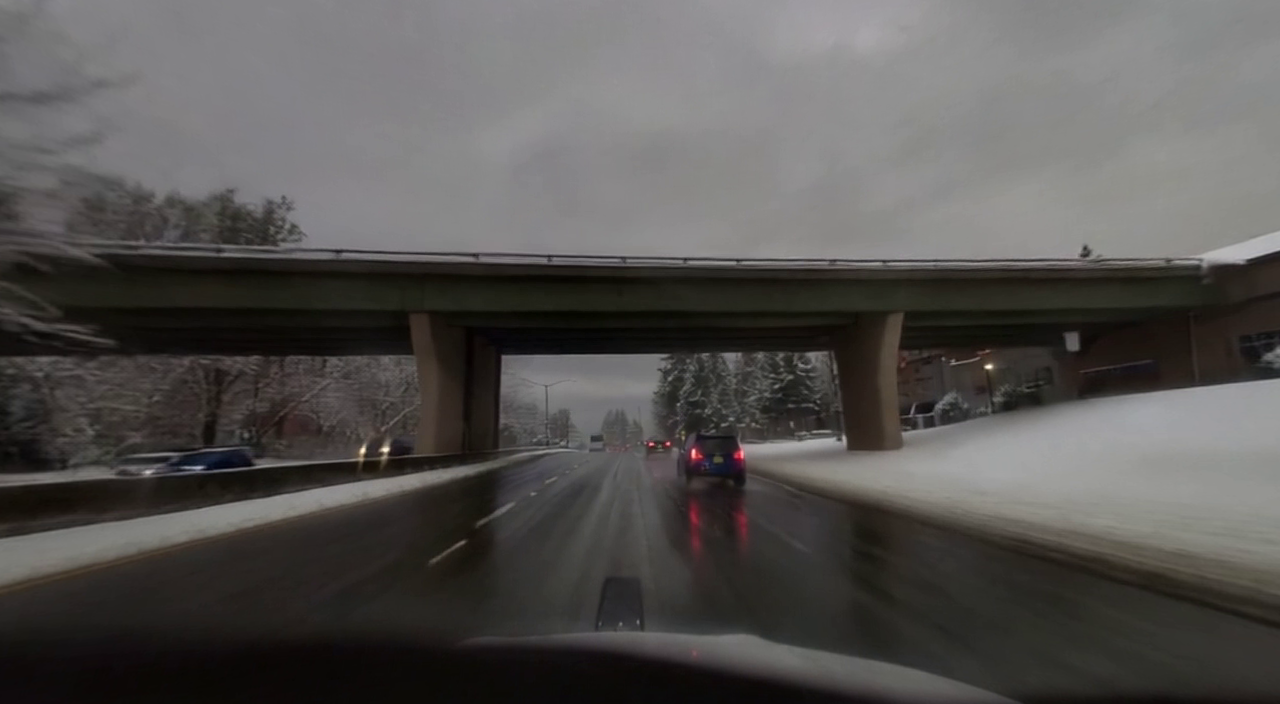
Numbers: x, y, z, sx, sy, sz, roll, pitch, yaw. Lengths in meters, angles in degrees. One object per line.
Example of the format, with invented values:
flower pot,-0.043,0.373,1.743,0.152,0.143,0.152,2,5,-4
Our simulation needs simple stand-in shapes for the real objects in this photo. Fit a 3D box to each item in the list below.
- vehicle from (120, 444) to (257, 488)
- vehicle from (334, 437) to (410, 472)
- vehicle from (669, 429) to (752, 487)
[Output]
vehicle,-16.863,4.253,23.870,1.883,1.506,4.535,0,-8,-2
vehicle,-13.902,5.337,33.000,2.052,1.690,4.458,0,-8,-1
vehicle,2.211,3.519,21.098,2.110,1.712,4.489,0,-8,-2
